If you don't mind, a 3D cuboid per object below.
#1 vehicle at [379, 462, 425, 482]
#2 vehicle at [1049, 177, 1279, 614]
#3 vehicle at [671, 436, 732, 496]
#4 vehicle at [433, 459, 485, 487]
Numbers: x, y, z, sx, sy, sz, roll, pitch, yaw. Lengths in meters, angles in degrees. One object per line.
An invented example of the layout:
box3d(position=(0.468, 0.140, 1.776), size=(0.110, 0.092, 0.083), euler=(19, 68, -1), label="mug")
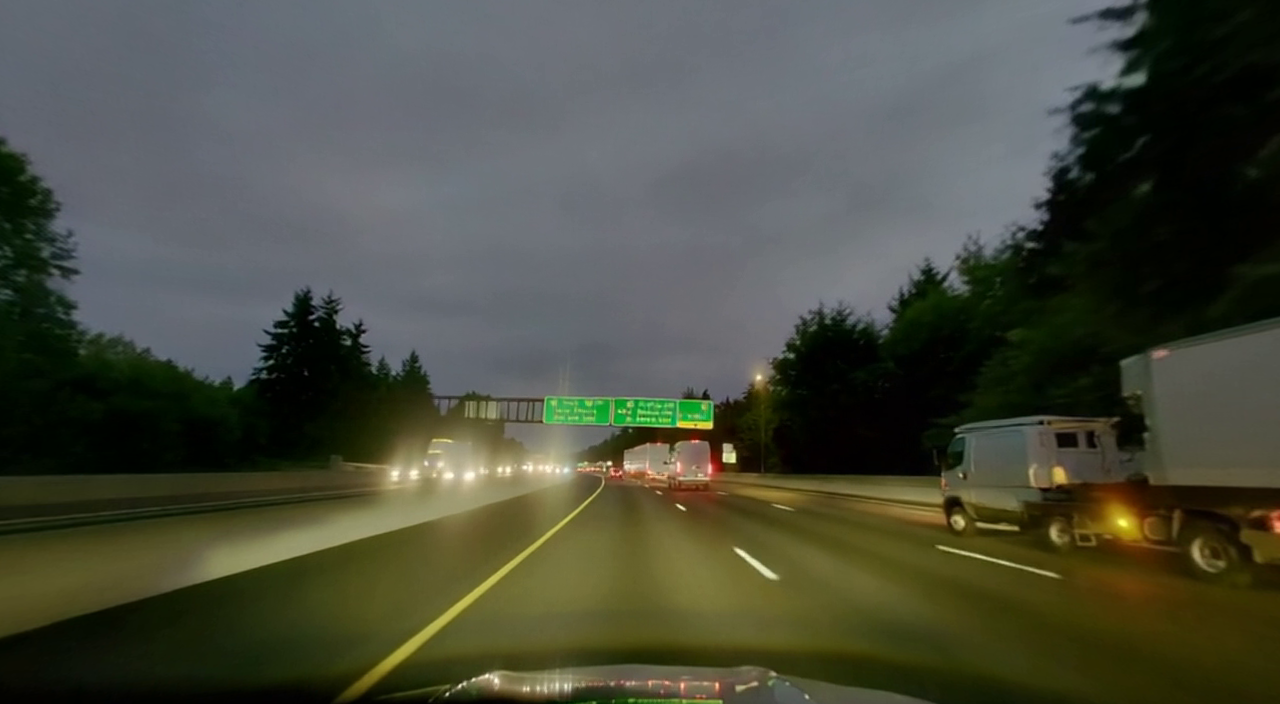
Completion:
box3d(position=(-18.370, 9.282, 48.633), size=(1.875, 1.453, 4.480), euler=(1, -10, -1), label="vehicle")
box3d(position=(7.555, -0.303, 1.965), size=(2.866, 4.102, 14.351), euler=(1, -10, 0), label="vehicle")
box3d(position=(2.893, 5.616, 30.970), size=(2.291, 2.639, 5.280), euler=(1, -10, -2), label="vehicle")
box3d(position=(-11.140, 7.463, 38.890), size=(1.950, 1.577, 4.374), euler=(1, -10, -1), label="vehicle")
